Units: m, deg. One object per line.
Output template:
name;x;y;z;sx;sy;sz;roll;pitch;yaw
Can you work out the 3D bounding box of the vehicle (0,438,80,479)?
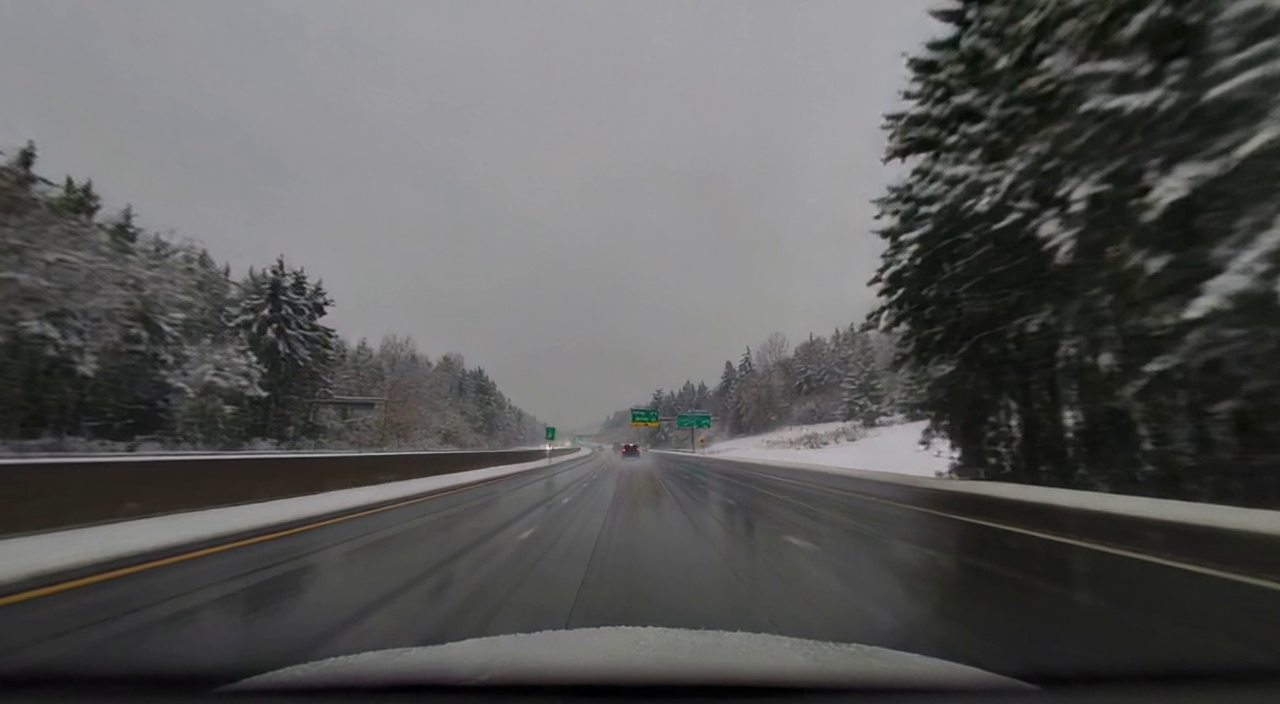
vehicle;-24.300;4.057;24.076;1.985;1.458;4.373;1;-9;-5
